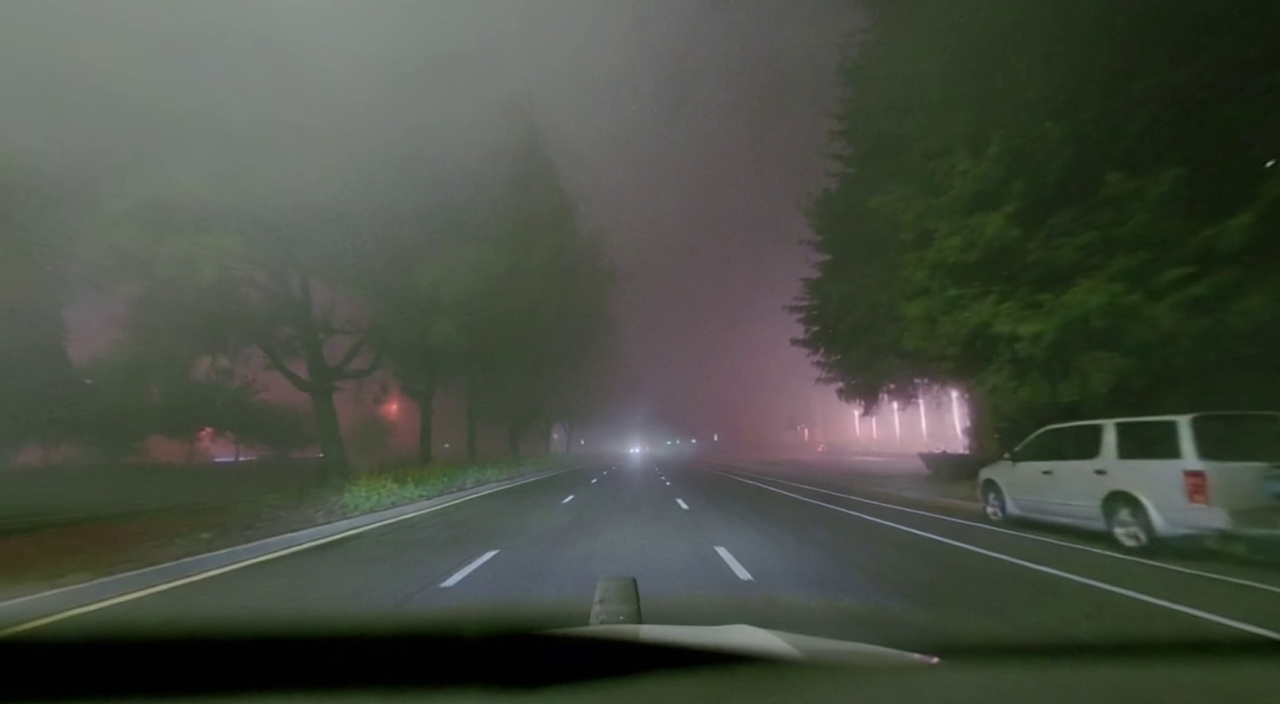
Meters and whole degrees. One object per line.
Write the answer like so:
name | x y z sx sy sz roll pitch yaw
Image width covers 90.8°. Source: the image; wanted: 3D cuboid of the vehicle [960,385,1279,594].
vehicle | 7.149 1.799 9.038 2.278 2.069 5.393 0 -9 0
